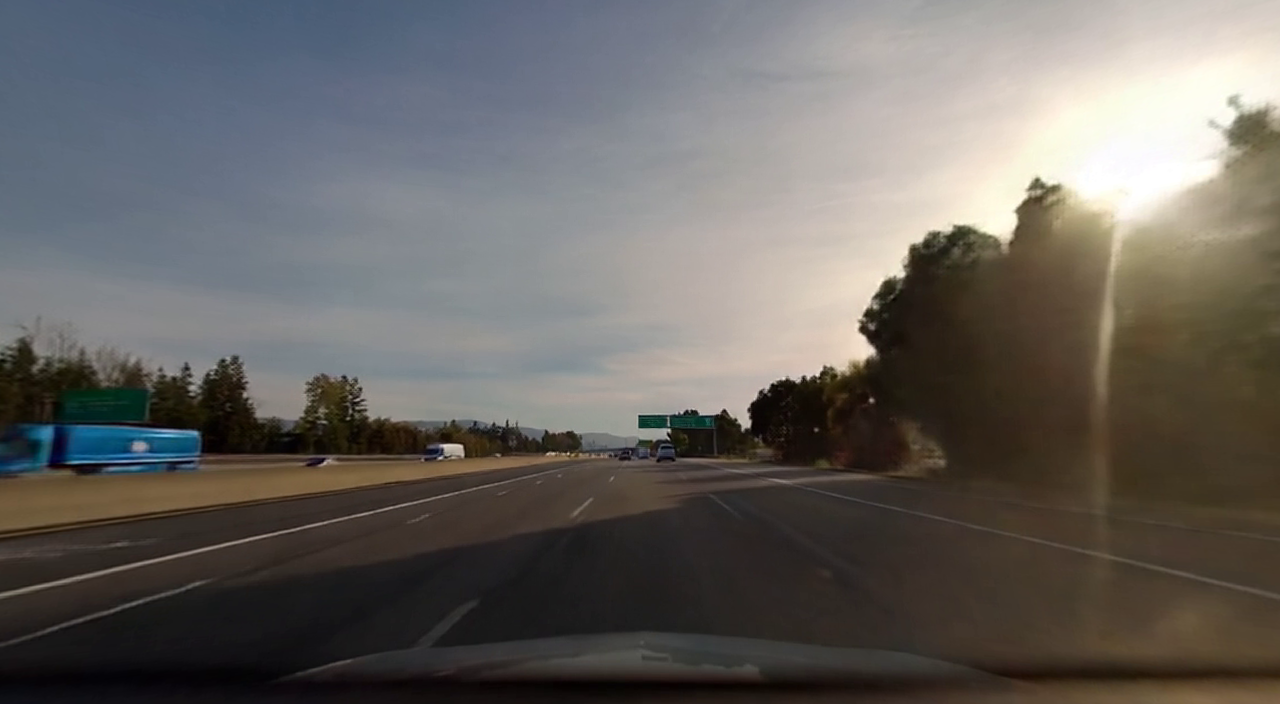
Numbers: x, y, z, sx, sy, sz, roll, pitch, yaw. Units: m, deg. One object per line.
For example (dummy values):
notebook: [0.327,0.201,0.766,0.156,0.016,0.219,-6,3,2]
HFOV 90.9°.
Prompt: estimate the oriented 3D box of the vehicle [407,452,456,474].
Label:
vehicle: [-15.214,8.104,46.221,1.903,1.486,4.666,0,-9,1]

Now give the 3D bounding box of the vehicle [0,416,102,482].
vehicle: [-39.515,6.301,40.979,3.163,3.960,6.362,0,-9,-1]
